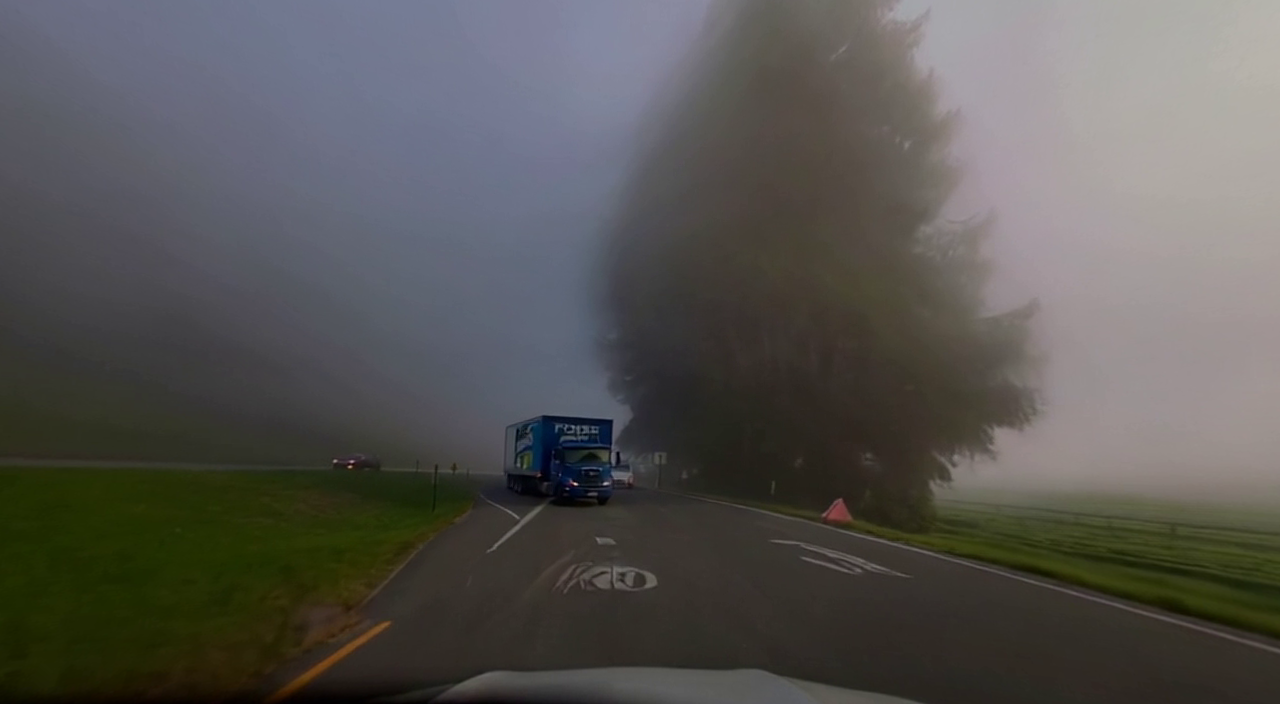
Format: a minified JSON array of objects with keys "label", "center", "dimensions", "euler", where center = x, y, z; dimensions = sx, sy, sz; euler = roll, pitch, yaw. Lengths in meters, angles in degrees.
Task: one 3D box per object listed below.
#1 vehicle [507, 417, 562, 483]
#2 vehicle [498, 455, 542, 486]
[{"label":"vehicle","center":[-7.078,6.852,43.231],"dimensions":[3.025,4.012,8.399],"euler":[2,-11,-6]},{"label":"vehicle","center":[-6.440,6.426,34.142],"dimensions":[2.039,1.536,3.648],"euler":[2,-10,-6]}]
